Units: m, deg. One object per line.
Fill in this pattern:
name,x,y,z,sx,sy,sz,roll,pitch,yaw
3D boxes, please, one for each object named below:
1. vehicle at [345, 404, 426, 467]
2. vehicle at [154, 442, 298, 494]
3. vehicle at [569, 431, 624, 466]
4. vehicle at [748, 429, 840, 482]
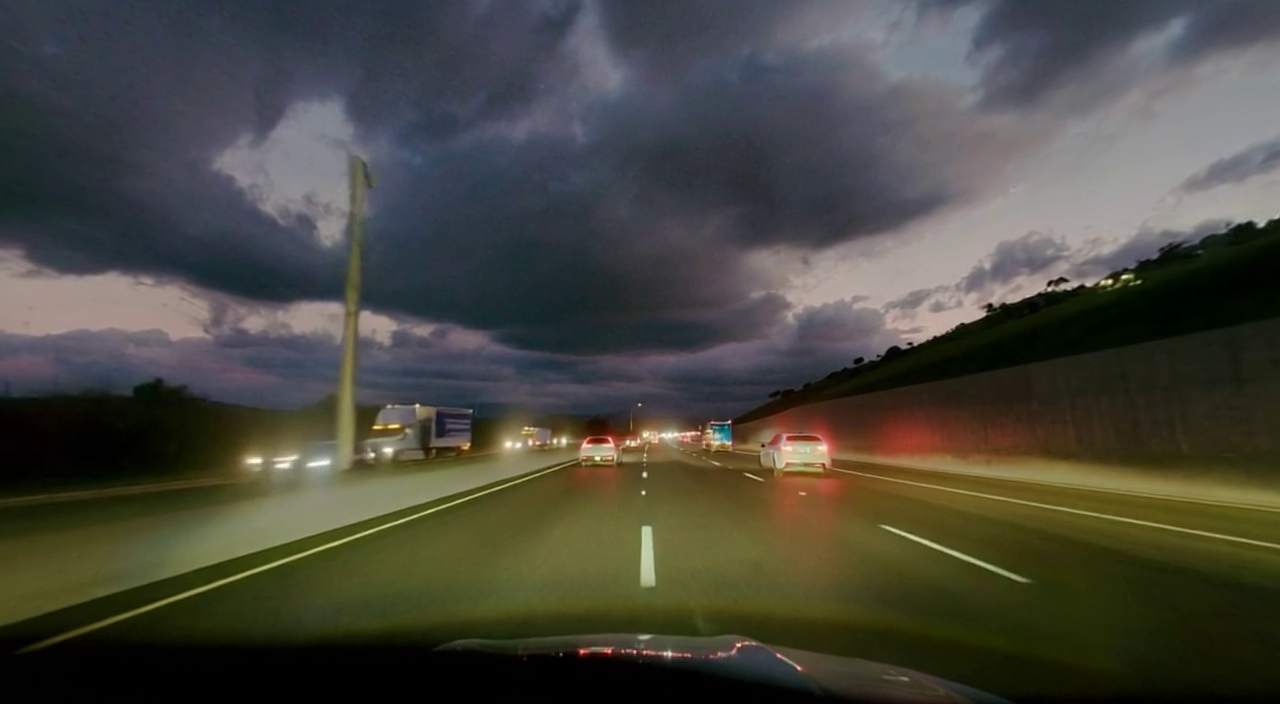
vehicle,-17.325,5.747,43.405,2.991,3.986,5.935,0,-8,0
vehicle,-13.289,3.717,20.614,1.786,1.470,4.249,0,-8,1
vehicle,-1.920,4.426,29.064,2.204,1.486,4.121,0,-8,0
vehicle,4.680,3.174,19.710,1.806,1.469,3.681,0,-8,-2
